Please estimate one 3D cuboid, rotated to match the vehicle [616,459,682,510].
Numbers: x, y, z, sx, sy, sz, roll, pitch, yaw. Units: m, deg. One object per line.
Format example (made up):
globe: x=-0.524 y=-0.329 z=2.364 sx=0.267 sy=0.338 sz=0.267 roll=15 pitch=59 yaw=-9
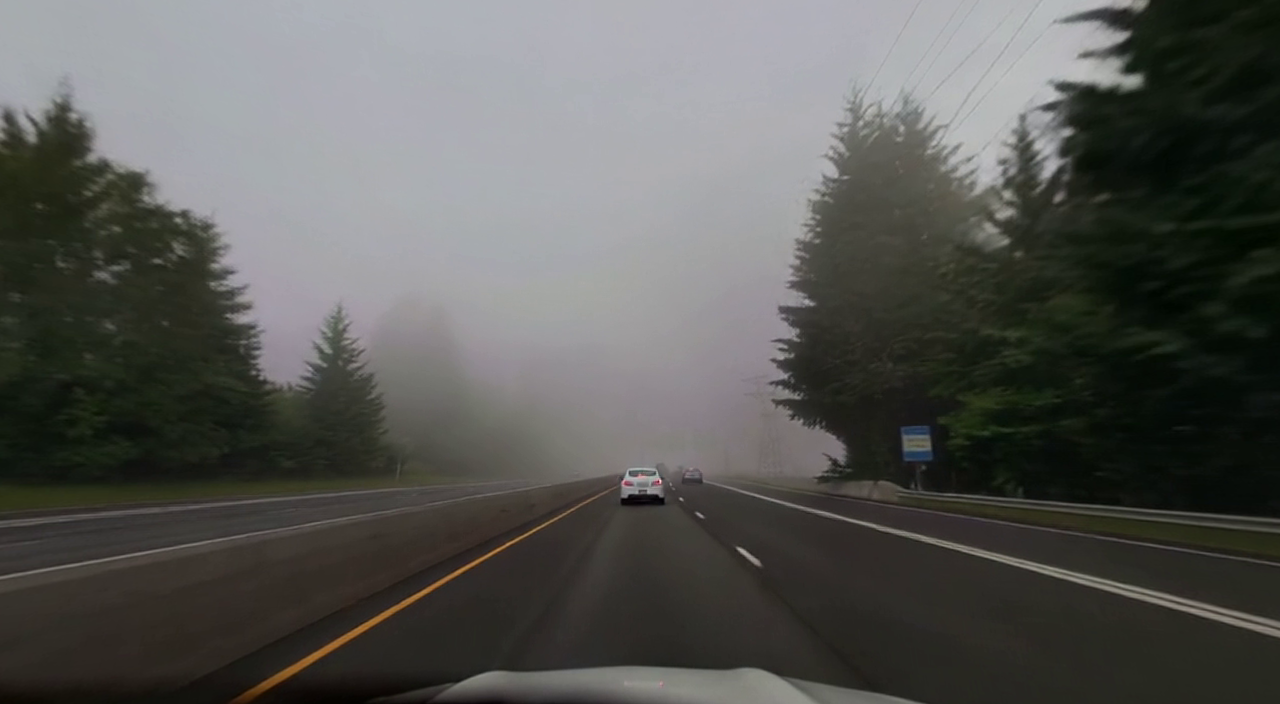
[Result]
vehicle: x=0.280 y=4.354 z=20.959 sx=1.987 sy=1.480 sz=3.786 roll=1 pitch=-10 yaw=0
